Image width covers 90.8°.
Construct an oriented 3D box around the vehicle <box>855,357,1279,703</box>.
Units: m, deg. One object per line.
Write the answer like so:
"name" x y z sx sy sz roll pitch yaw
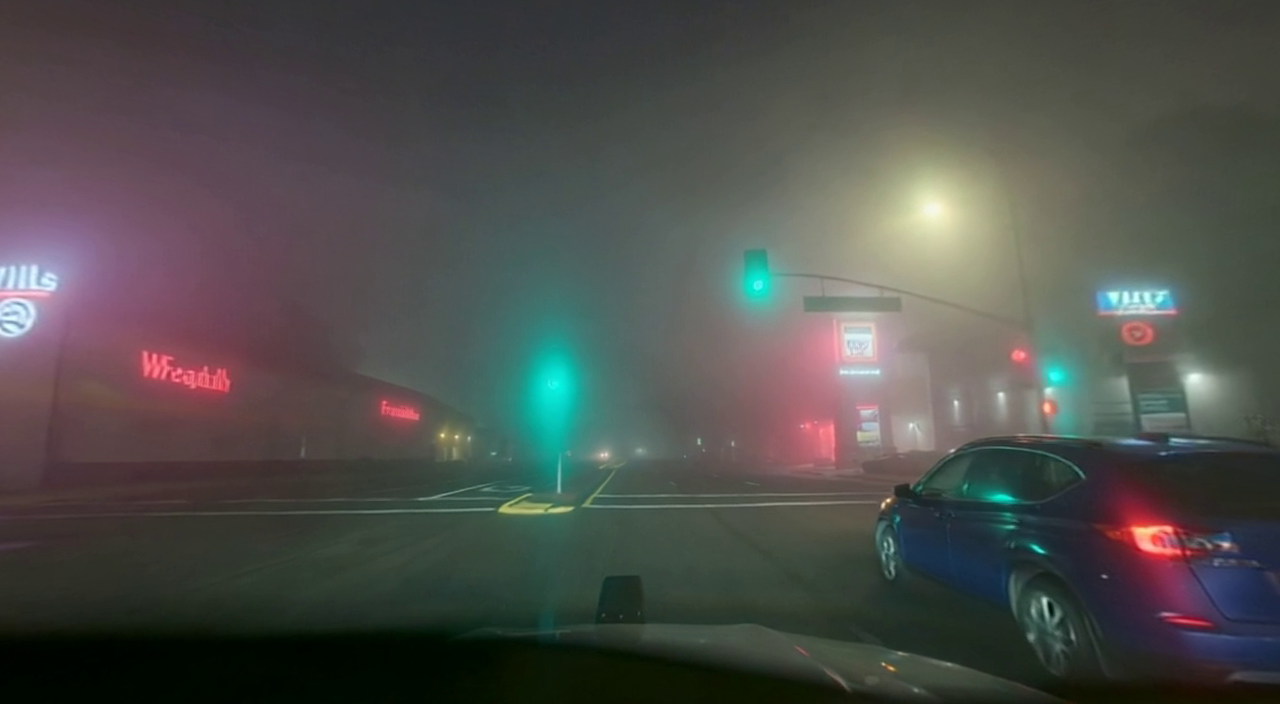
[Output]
"vehicle" 3.246 1.109 3.963 2.015 1.641 4.995 0 -9 0
